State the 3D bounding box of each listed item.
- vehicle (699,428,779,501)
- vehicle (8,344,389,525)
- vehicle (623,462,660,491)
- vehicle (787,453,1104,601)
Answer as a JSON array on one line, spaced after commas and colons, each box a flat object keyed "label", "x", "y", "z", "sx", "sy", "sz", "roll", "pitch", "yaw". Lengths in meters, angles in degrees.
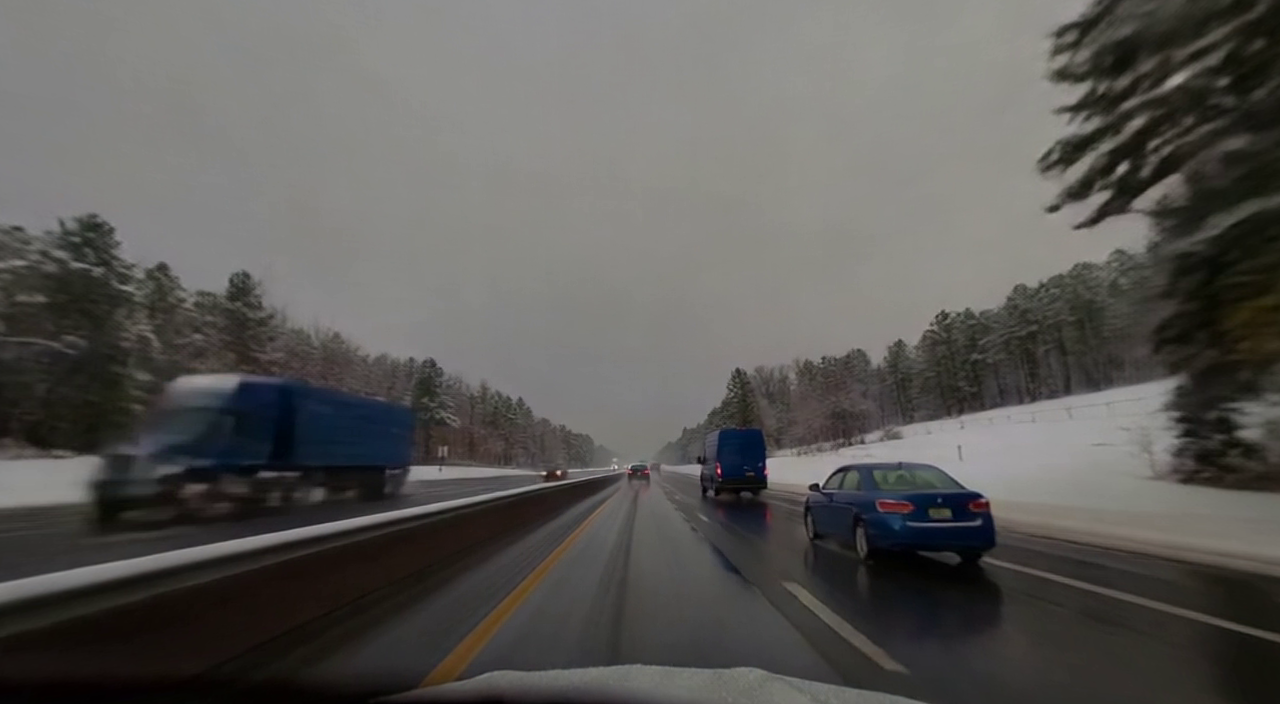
[{"label": "vehicle", "x": 4.431, "y": 5.324, "z": 29.749, "sx": 2.563, "sy": 2.975, "sz": 6.941, "roll": 1, "pitch": -11, "yaw": -1}, {"label": "vehicle", "x": -12.975, "y": 3.112, "z": 21.481, "sx": 3.062, "sy": 4.226, "sz": 13.286, "roll": 0, "pitch": -11, "yaw": 1}, {"label": "vehicle", "x": 0.102, "y": 7.959, "z": 40.395, "sx": 2.212, "sy": 1.717, "sz": 4.452, "roll": 0, "pitch": -10, "yaw": 0}, {"label": "vehicle", "x": 3.829, "y": 2.322, "z": 9.229, "sx": 2.073, "sy": 1.532, "sz": 4.969, "roll": 1, "pitch": -11, "yaw": -1}]
